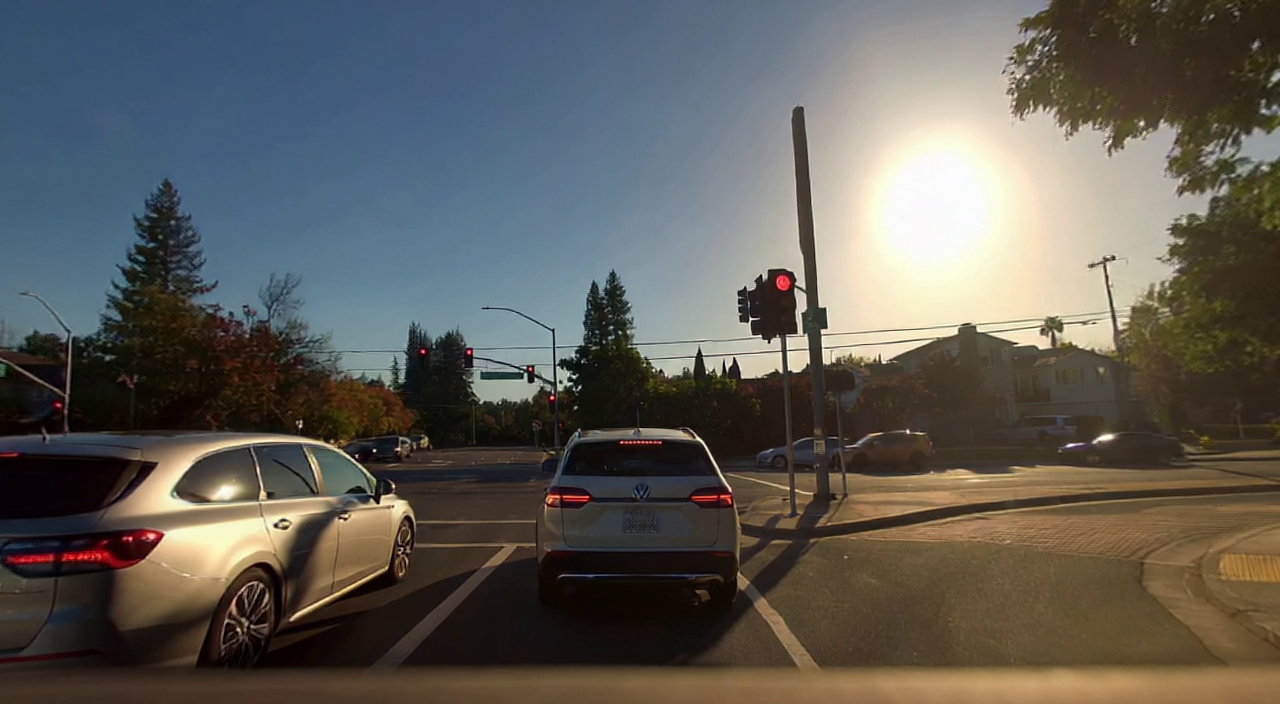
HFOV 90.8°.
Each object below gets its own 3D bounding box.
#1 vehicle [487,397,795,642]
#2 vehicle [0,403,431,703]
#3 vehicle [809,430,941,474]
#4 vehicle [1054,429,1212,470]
[{"bbox_3d":[-0.134,1.468,6.555,2.154,1.670,4.140,1,-9,-4],"label":"vehicle"},{"bbox_3d":[-3.283,1.277,4.714,2.035,1.492,4.415,0,-9,-2],"label":"vehicle"},{"bbox_3d":[9.945,4.281,27.086,4.887,1.769,2.035,-1,-9,6],"label":"vehicle"},{"bbox_3d":[20.130,4.000,25.985,4.670,1.616,1.926,-1,-9,6],"label":"vehicle"}]
